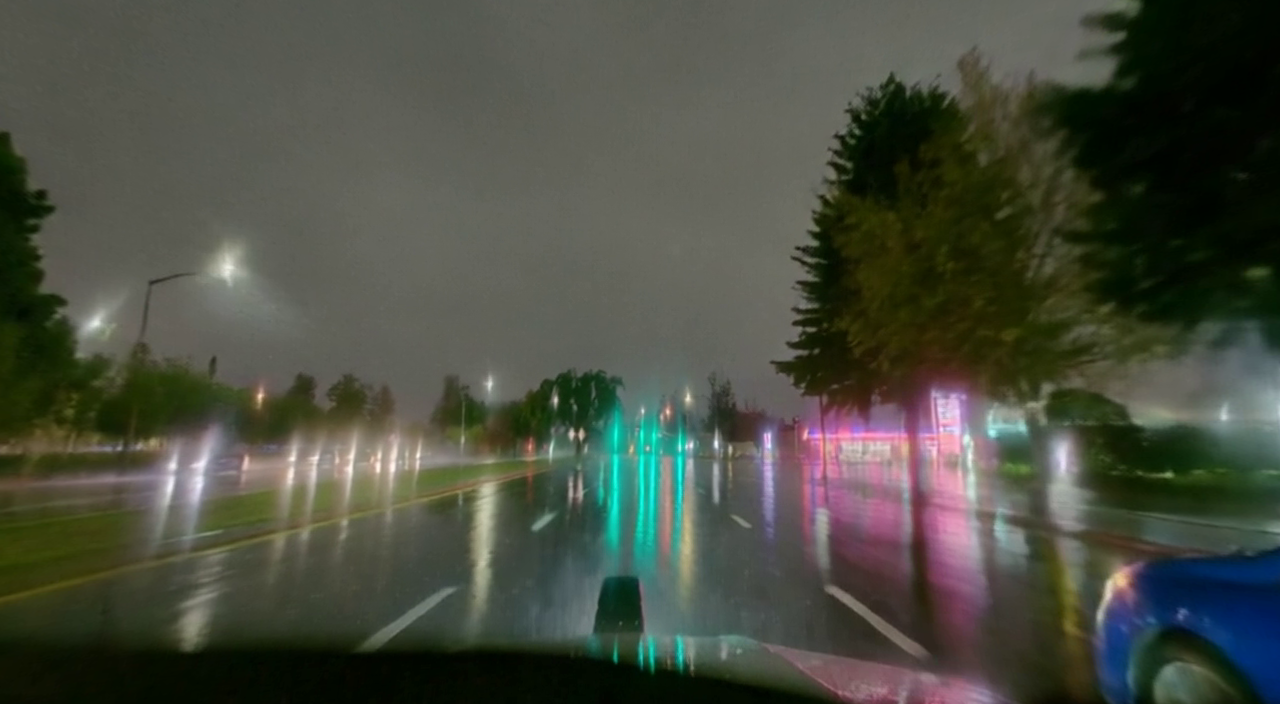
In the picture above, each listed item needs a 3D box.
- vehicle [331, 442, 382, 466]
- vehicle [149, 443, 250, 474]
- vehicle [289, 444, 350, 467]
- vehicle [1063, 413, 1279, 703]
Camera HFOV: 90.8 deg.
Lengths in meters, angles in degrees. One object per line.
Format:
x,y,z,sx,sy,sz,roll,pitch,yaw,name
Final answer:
-22.232,8.057,49.719,1.902,1.609,4.689,-6,-10,-1,vehicle
-22.189,5.377,32.042,1.771,1.445,4.321,-1,-9,4,vehicle
-22.342,7.231,44.243,1.846,1.452,4.484,0,-9,1,vehicle
3.218,0.767,0.948,2.004,1.470,4.544,0,-9,0,vehicle
